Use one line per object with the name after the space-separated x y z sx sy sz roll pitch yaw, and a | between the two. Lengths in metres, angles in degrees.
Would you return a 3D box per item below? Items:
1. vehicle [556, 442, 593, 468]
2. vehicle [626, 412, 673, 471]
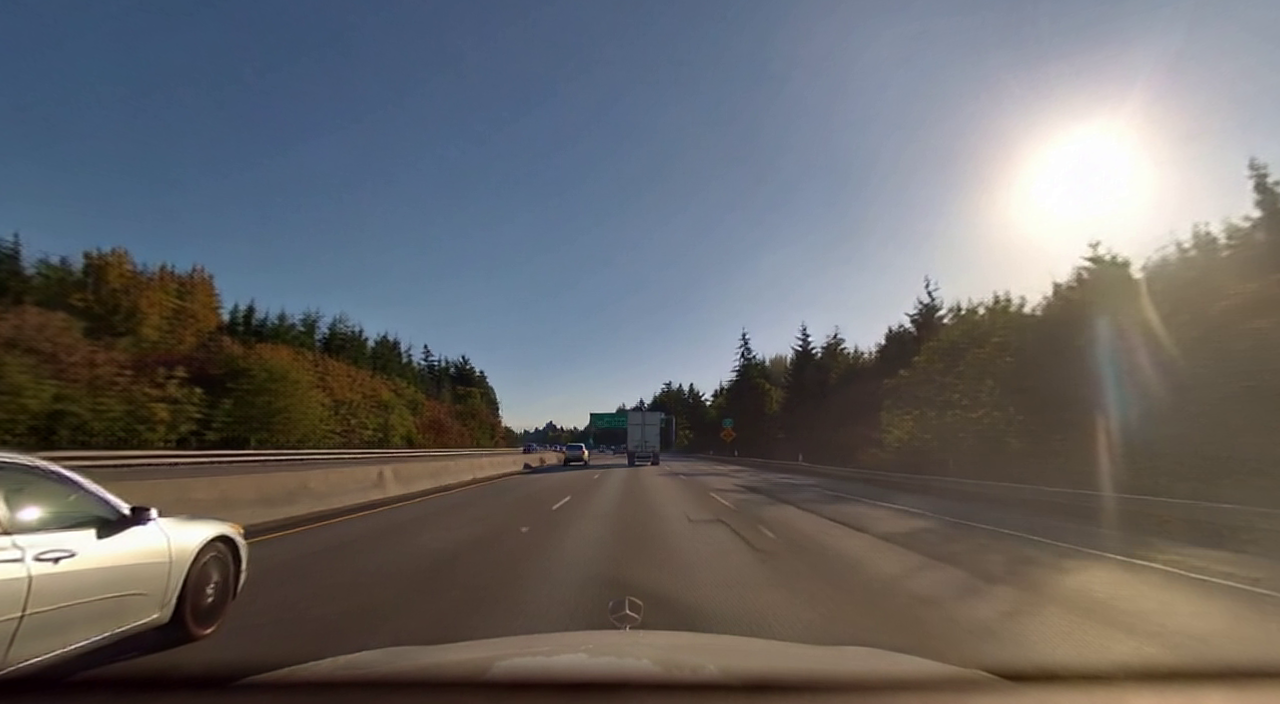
-4.392 6.994 42.742 2.079 1.656 3.965 0 -9 0 | vehicle
0.514 6.216 43.605 2.893 3.628 9.081 0 -9 -1 | vehicle
